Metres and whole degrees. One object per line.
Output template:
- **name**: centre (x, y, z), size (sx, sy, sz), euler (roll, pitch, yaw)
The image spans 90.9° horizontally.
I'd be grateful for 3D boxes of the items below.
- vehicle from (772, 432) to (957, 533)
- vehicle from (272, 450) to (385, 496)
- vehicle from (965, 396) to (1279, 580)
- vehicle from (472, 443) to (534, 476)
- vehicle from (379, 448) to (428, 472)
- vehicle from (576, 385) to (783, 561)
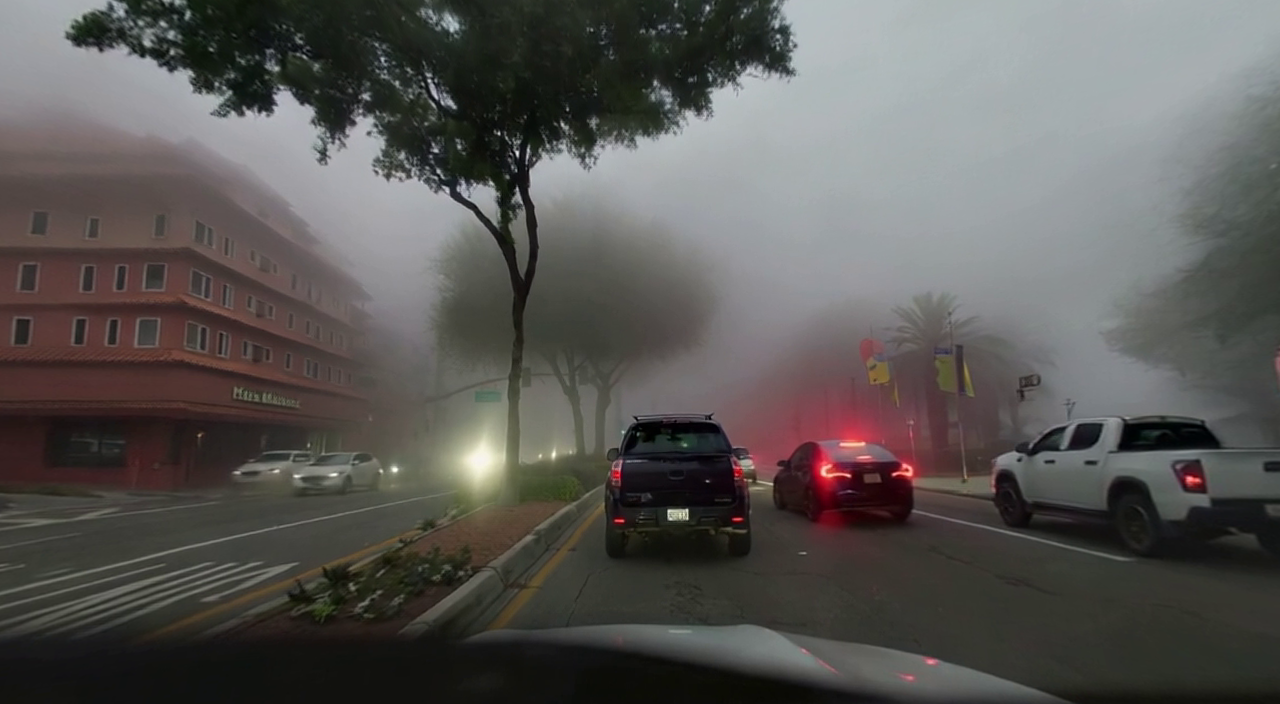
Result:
- **vehicle**: centre (4.048, 2.410, 12.242), size (2.072, 1.595, 4.124), euler (0, -8, 0)
- **vehicle**: centre (-11.460, 4.441, 23.556), size (2.031, 1.534, 4.079), euler (0, -8, 2)
- **vehicle**: centre (7.487, 1.864, 9.565), size (2.215, 1.973, 5.323), euler (0, -8, 0)
- **vehicle**: centre (-7.680, 6.047, 35.889), size (2.268, 1.733, 4.821), euler (-1, -8, 3)
- **vehicle**: centre (-18.088, 8.262, 48.466), size (1.972, 1.694, 4.466), euler (0, -8, 2)
- **vehicle**: centre (0.528, 1.861, 10.417), size (2.487, 2.115, 5.444), euler (0, -8, 1)
